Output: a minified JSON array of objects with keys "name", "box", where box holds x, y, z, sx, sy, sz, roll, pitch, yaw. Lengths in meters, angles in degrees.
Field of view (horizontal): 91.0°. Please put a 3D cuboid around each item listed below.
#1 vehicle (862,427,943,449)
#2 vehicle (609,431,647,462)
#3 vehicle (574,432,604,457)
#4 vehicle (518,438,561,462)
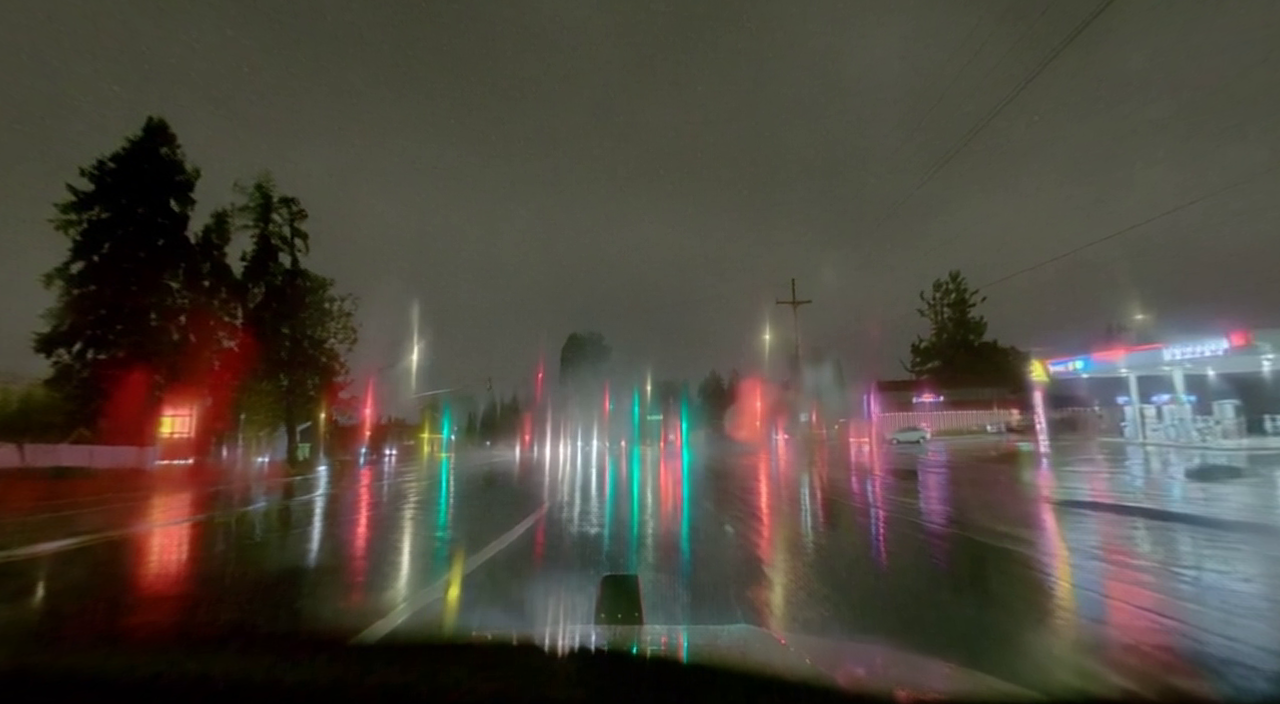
[{"name":"vehicle","box":[18.043,5.911,43.360,4.660,1.462,2.034,0,-9,0]},{"name":"vehicle","box":[-0.697,5.711,38.156,2.146,1.742,4.095,0,-8,0]},{"name":"vehicle","box":[-3.956,7.282,49.416,2.139,1.851,3.970,0,-9,-3]},{"name":"vehicle","box":[-6.334,6.199,40.014,2.033,1.442,4.668,0,-8,-1]}]
